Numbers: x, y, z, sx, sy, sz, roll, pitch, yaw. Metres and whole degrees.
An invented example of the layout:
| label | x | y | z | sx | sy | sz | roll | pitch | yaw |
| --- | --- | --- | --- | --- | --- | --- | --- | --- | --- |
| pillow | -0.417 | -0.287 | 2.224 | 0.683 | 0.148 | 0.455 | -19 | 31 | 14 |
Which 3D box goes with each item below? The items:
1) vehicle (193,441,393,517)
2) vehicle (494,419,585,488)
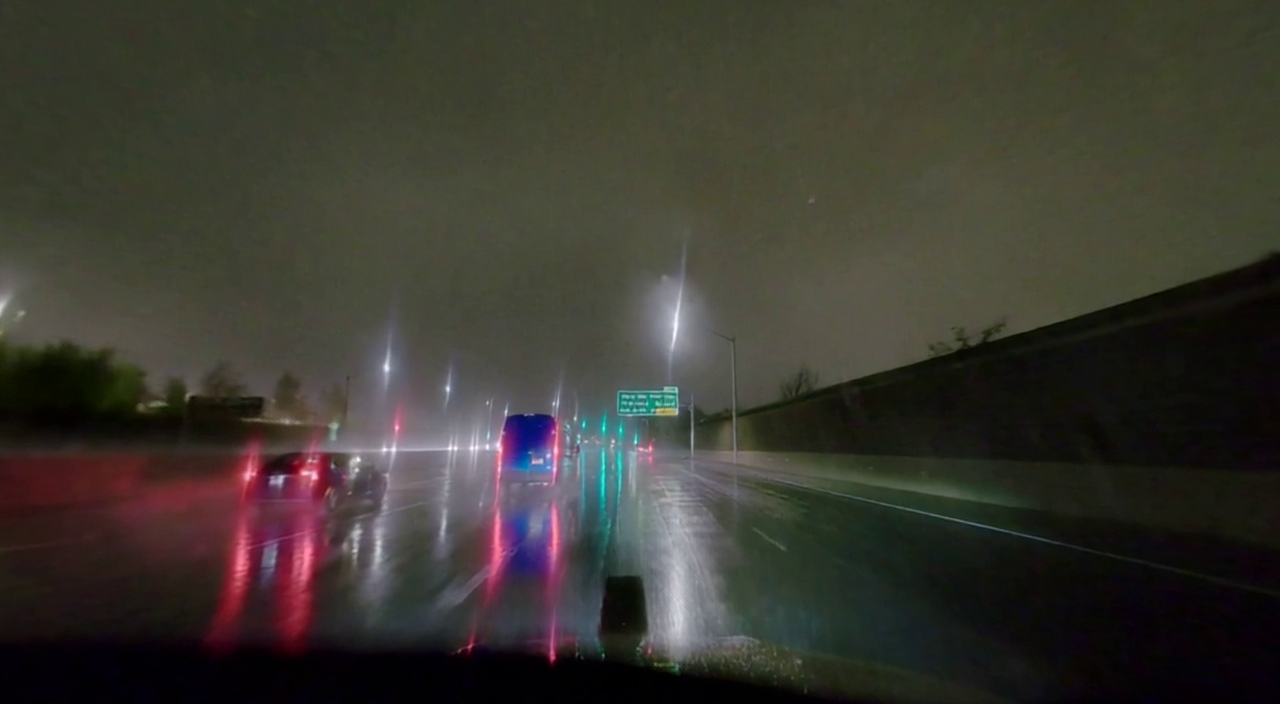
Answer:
| label | x | y | z | sx | sy | sz | roll | pitch | yaw |
| --- | --- | --- | --- | --- | --- | --- | --- | --- | --- |
| vehicle | -7.870 | 2.892 | 14.932 | 1.987 | 1.490 | 4.781 | 0 | -9 | 1 |
| vehicle | -3.519 | 3.714 | 23.200 | 2.372 | 2.248 | 5.393 | 0 | -9 | 1 |
